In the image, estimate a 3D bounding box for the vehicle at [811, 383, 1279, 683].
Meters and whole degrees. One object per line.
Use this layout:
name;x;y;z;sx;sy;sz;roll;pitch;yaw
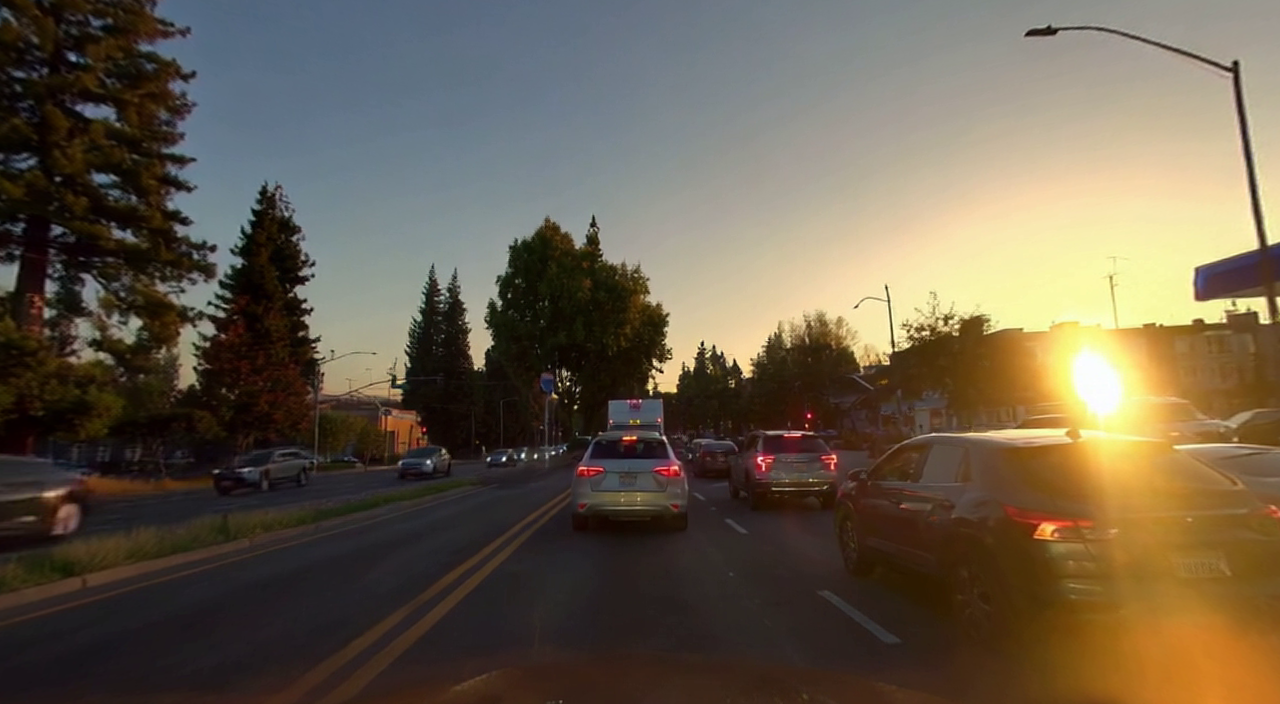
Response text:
vehicle;3.347;1.357;5.916;2.056;1.700;4.399;0;-9;-3

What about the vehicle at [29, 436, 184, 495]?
vehicle;-26.942;5.712;32.348;2.571;2.711;6.027;0;-9;0

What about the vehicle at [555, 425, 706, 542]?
vehicle;-0.173;2.122;10.777;2.106;1.613;3.697;0;-9;-1

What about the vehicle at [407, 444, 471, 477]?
vehicle;-11.078;5.982;35.206;2.055;1.663;4.637;0;-9;0

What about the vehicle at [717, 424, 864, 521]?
vehicle;2.927;2.447;13.290;1.995;1.677;4.106;0;-9;-1

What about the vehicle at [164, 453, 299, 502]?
vehicle;-14.421;4.416;22.689;1.883;1.479;4.471;0;-9;-1
